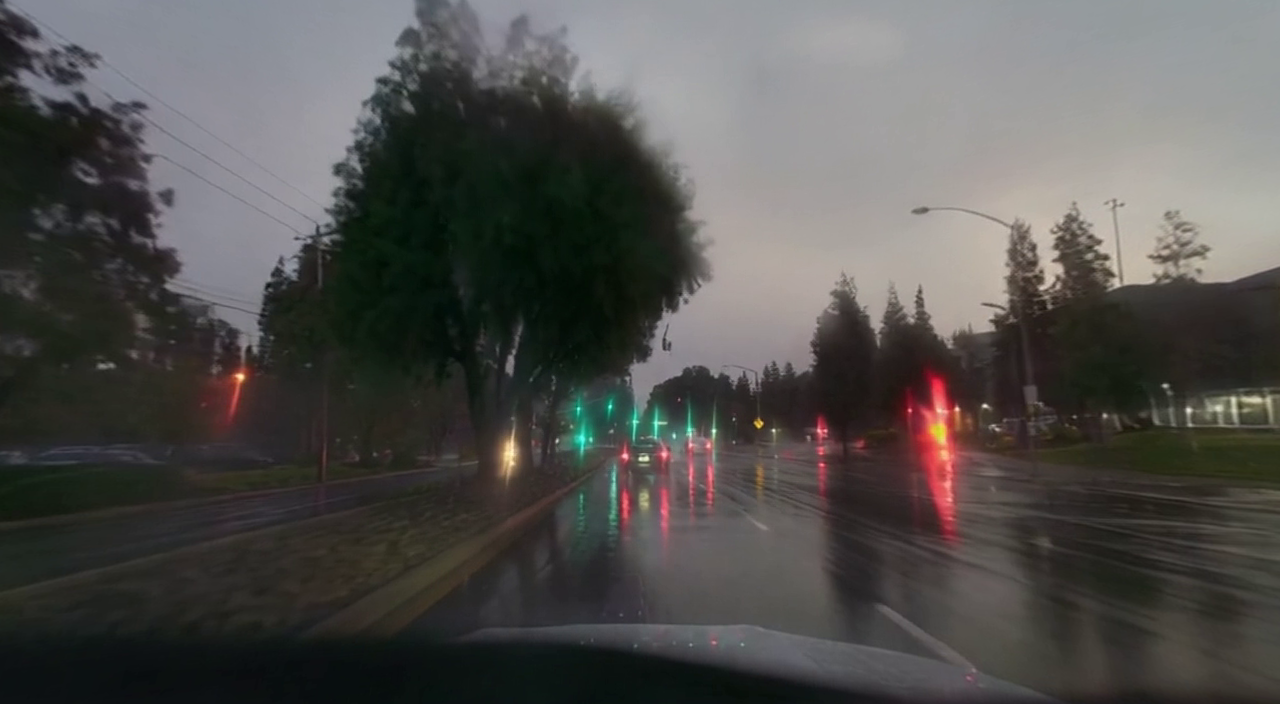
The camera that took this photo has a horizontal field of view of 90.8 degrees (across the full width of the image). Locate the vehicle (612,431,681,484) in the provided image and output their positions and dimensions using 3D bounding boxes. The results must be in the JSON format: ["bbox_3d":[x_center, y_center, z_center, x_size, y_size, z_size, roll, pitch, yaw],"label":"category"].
[{"bbox_3d":[0.174,3.623,21.948,2.181,1.639,4.127,0,-9,-1],"label":"vehicle"}]

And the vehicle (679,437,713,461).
[{"bbox_3d":[3.993,7.000,45.601,1.987,1.613,4.081,0,-9,-2],"label":"vehicle"}]

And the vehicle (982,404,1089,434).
[{"bbox_3d":[22.567,3.861,36.155,4.738,1.593,2.123,0,-8,-6],"label":"vehicle"}]
